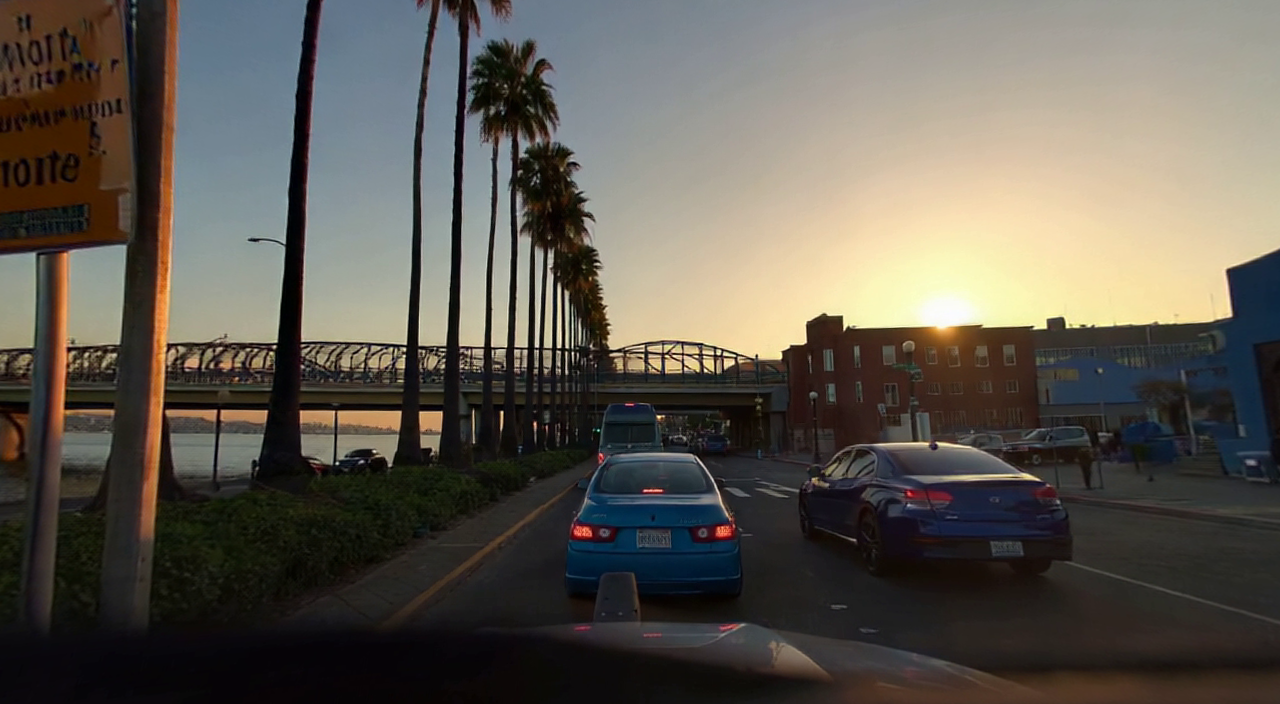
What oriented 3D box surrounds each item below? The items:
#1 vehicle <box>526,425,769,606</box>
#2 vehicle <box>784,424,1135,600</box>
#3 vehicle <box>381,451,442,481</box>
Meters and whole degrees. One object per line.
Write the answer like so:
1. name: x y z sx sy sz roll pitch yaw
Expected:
1. vehicle: 0.059 1.668 7.248 2.048 1.503 3.681 0 -9 0
2. vehicle: 3.271 1.716 7.718 1.920 1.490 4.417 0 -9 -1
3. vehicle: -14.960 7.475 41.701 2.104 1.802 4.852 0 -9 1
